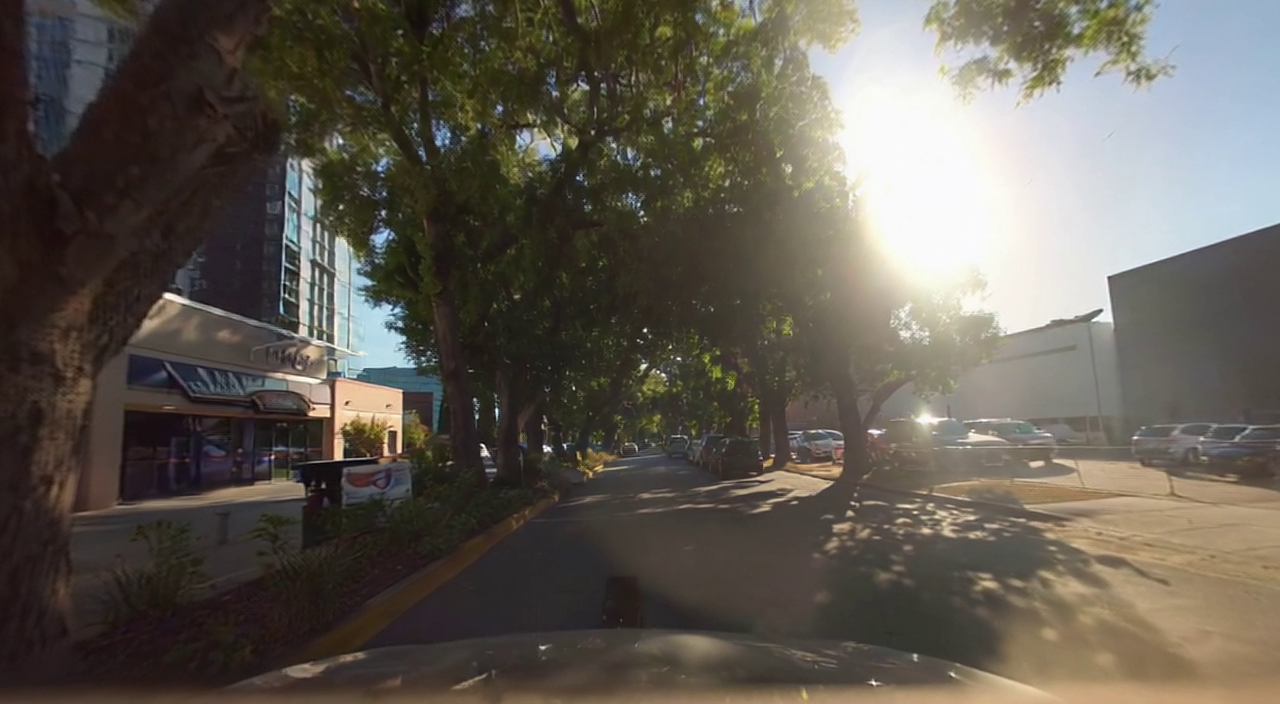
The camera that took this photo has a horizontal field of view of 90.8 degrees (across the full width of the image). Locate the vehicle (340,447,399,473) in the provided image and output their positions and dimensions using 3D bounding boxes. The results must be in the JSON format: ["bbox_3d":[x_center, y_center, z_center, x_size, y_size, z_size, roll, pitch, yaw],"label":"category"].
[{"bbox_3d":[-17.733,7.061,41.618,1.850,1.531,4.256,0,-8,3],"label":"vehicle"}]

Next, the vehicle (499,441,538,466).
[{"bbox_3d":[-8.417,7.053,44.131,1.993,1.640,4.457,0,-8,-2],"label":"vehicle"}]

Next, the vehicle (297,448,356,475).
[{"bbox_3d":[-20.725,7.225,41.943,1.880,1.617,3.870,0,-8,0],"label":"vehicle"}]

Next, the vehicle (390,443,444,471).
[{"bbox_3d":[-14.886,6.992,42.349,1.888,1.657,4.138,0,-8,4],"label":"vehicle"}]

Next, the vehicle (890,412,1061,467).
[{"bbox_3d":[13.304,3.504,25.352,5.540,2.045,2.259,0,-8,-3],"label":"vehicle"}]

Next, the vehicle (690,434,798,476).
[{"bbox_3d":[4.657,4.546,28.075,4.626,1.723,1.939,5,-10,-33],"label":"vehicle"}]

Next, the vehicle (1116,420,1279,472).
[{"bbox_3d":[25.229,4.233,28.635,5.596,2.168,2.307,2,-7,-5],"label":"vehicle"}]
